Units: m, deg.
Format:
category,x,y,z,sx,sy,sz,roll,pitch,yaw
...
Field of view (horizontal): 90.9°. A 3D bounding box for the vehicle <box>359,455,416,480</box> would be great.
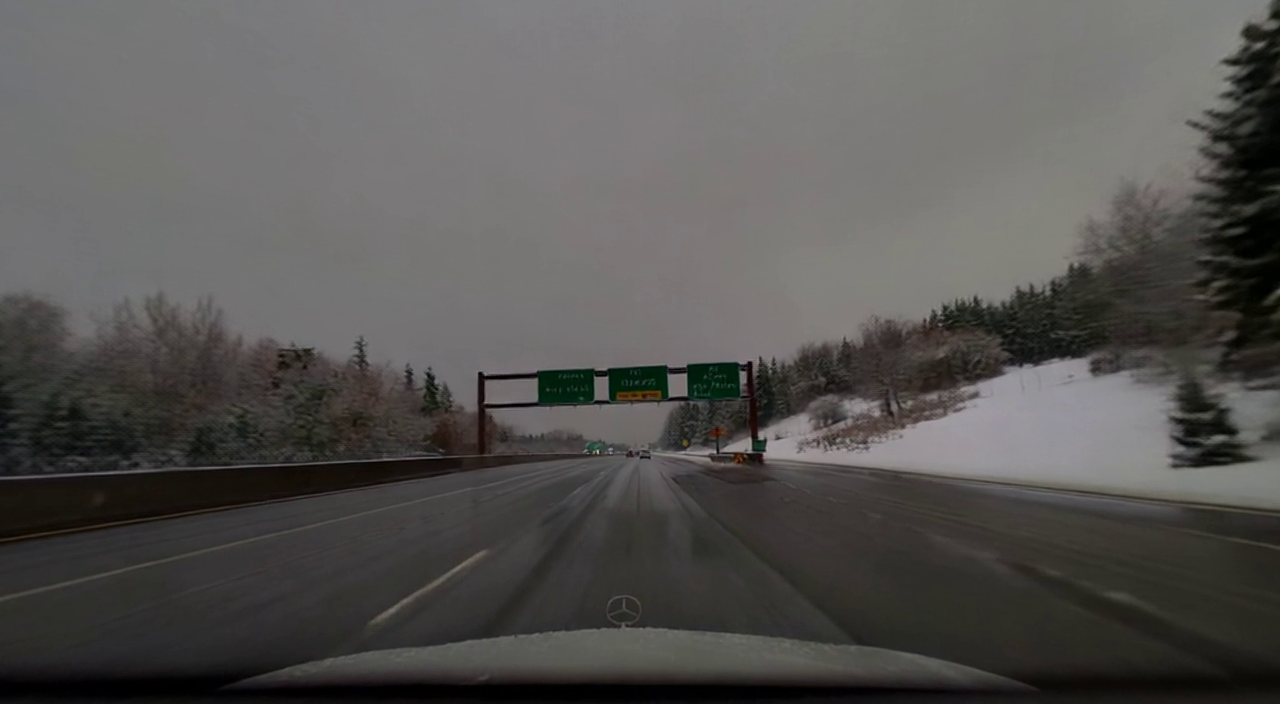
category,x,y,z,sx,sy,sz,roll,pitch,yaw
vehicle,-16.499,7.536,41.387,1.900,1.457,4.449,-1,-9,0
